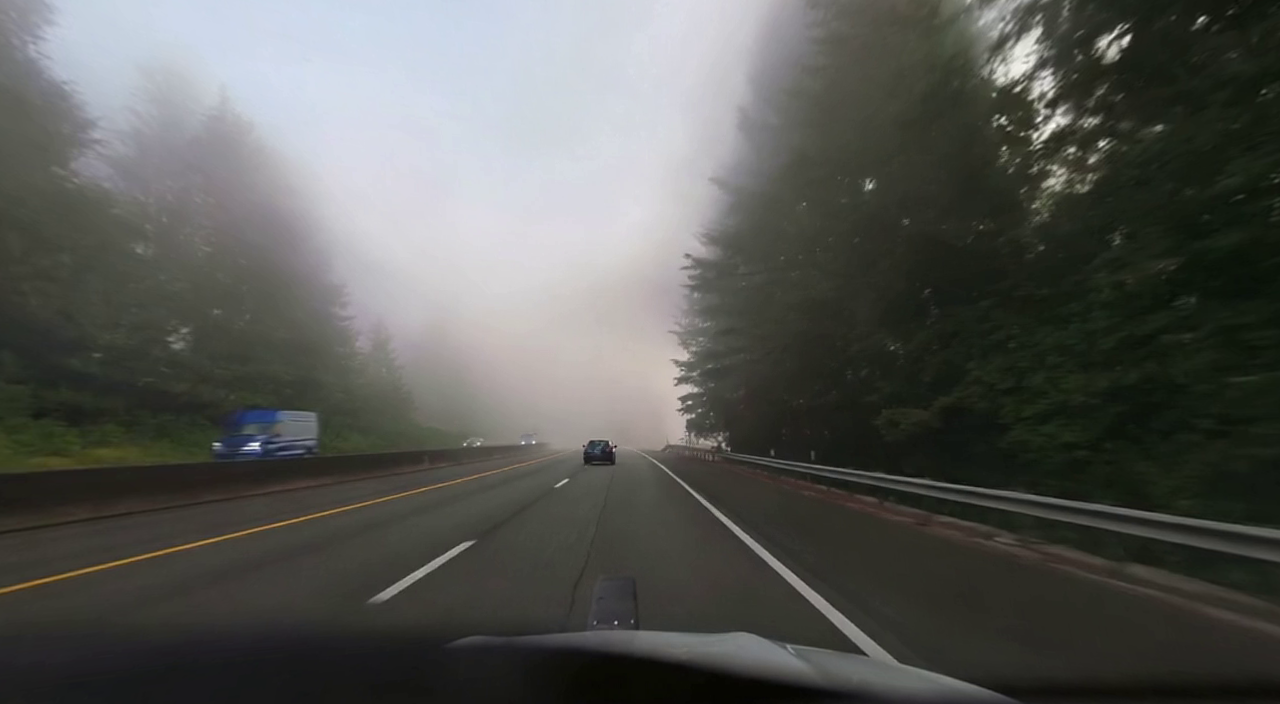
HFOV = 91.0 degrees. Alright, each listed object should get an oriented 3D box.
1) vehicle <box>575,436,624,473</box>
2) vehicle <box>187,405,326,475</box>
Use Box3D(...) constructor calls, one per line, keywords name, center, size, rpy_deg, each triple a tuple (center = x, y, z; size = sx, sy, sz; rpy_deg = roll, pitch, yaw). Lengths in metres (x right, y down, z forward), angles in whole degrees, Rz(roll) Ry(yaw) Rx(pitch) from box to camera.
Box3D(name="vehicle", center=(-1.753, 4.563, 28.325), size=(2.004, 1.515, 3.968), rpy_deg=(0, -8, -1))
Box3D(name="vehicle", center=(-15.670, 3.655, 26.228), size=(2.406, 2.571, 5.511), rpy_deg=(0, -8, -2))
